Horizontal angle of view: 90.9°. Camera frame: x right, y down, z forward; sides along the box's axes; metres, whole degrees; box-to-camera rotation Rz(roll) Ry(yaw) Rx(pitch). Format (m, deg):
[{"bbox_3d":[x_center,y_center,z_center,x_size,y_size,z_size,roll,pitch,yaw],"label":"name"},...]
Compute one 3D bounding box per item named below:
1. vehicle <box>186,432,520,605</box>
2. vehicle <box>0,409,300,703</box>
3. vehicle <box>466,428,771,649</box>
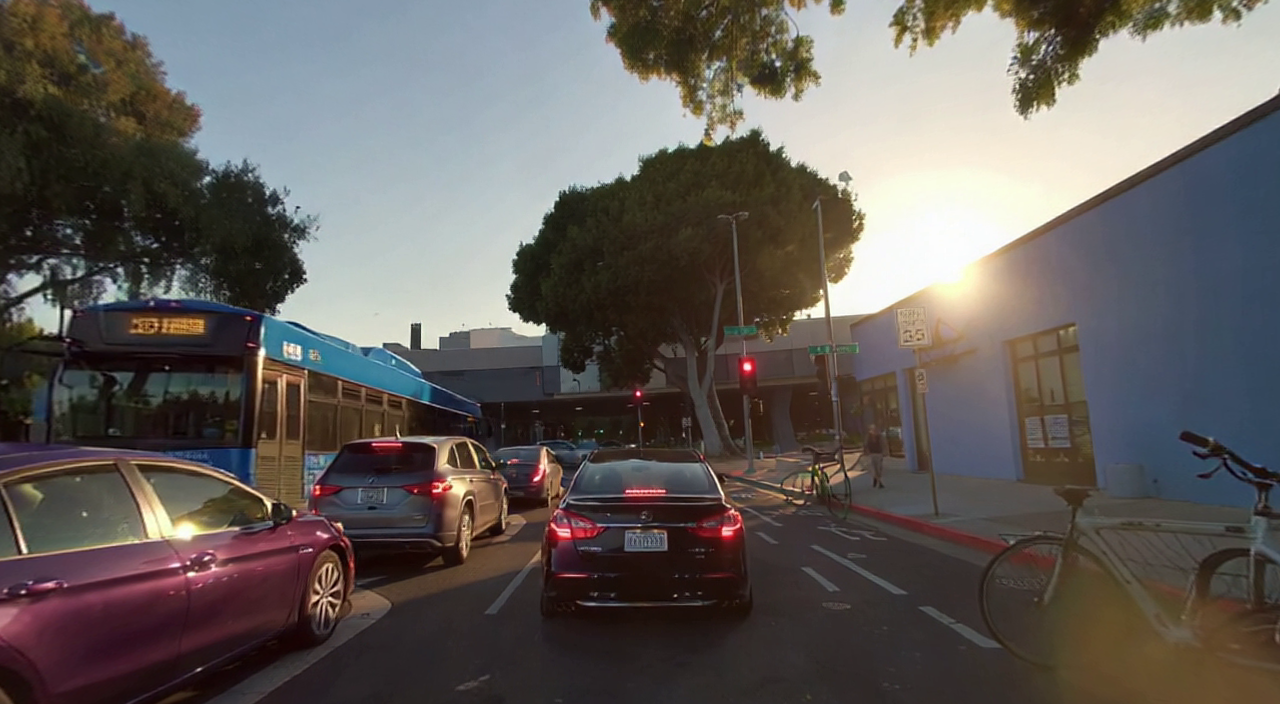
[{"bbox_3d":[-2.922,1.772,7.734,1.944,1.481,4.385,0,-8,1],"label":"vehicle"},{"bbox_3d":[-3.169,0.880,1.729,1.867,1.486,4.452,0,-8,2],"label":"vehicle"},{"bbox_3d":[-0.136,1.531,6.172,2.031,1.461,3.763,0,-8,0],"label":"vehicle"}]
